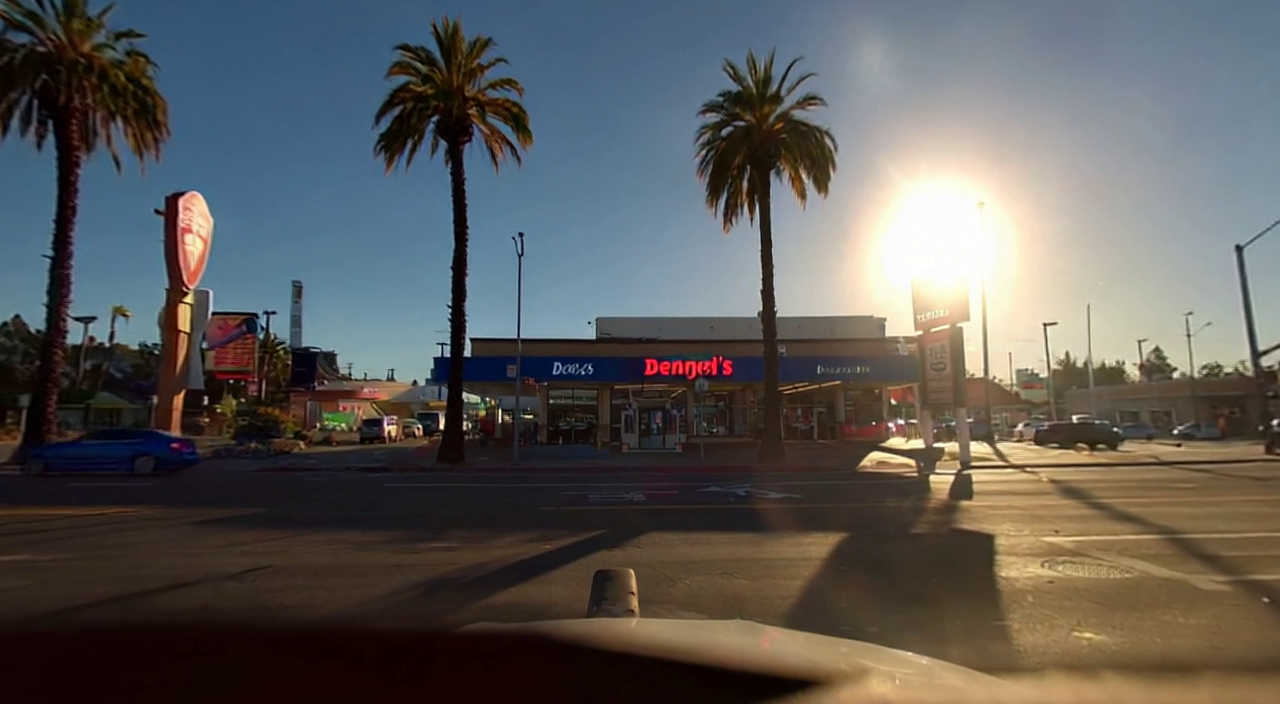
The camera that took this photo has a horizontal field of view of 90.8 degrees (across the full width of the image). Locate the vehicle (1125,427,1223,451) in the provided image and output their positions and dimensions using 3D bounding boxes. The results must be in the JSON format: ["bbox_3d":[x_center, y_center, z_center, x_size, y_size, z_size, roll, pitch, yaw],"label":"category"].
[{"bbox_3d":[33.981,5.592,40.396,1.805,1.466,4.641,1,-8,-8],"label":"vehicle"}]

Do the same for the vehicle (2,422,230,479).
[{"bbox_3d":[-14.583,2.771,17.851,4.570,1.480,1.873,1,-9,-6],"label":"vehicle"}]

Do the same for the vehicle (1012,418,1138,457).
[{"bbox_3d":[21.871,4.274,31.862,4.880,1.754,2.202,0,-5,-6],"label":"vehicle"}]
